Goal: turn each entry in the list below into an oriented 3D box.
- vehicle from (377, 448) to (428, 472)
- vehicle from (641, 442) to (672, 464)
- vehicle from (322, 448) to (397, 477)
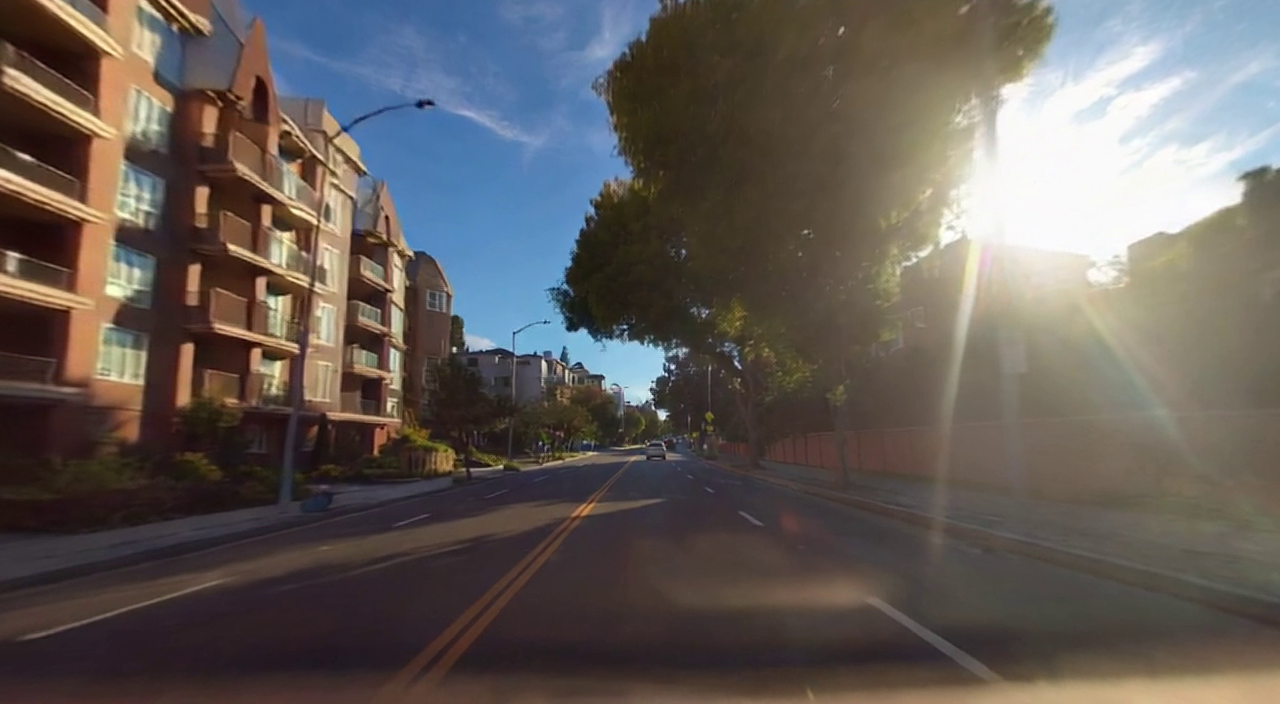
[{"bbox_3d":[-15.454,7.042,41.170,1.692,1.477,3.902,0,-9,1],"label":"vehicle"},{"bbox_3d":[1.140,7.314,45.804,2.097,1.463,4.043,0,-9,0],"label":"vehicle"},{"bbox_3d":[-15.621,6.169,35.446,2.113,1.501,4.659,0,-9,-1],"label":"vehicle"}]
